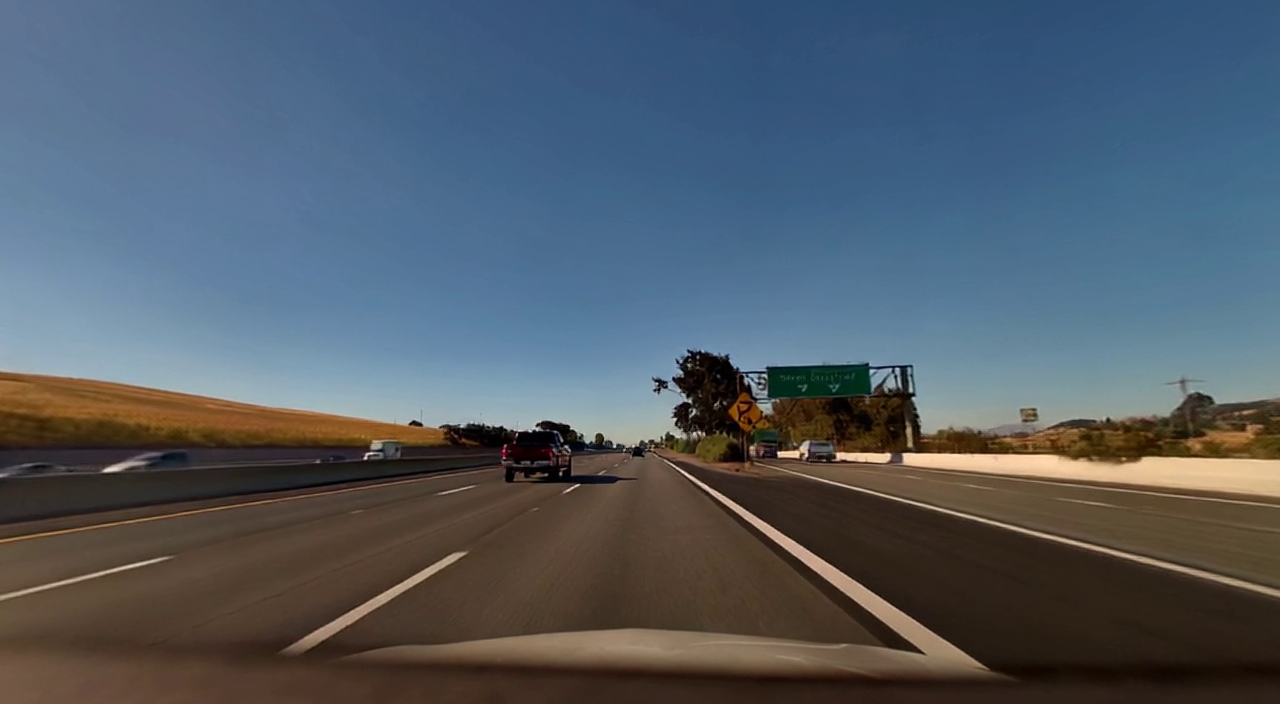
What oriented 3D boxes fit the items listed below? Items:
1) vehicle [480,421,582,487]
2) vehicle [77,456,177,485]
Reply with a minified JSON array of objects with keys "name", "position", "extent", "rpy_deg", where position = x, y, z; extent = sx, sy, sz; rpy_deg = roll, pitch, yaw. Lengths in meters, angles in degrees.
[{"name":"vehicle","position":[-3.764,3.692,23.160],"extent":[2.601,2.084,6.068],"rpy_deg":[0,-8,0]},{"name":"vehicle","position":[-28.724,6.619,35.497],"extent":[1.785,1.477,4.527],"rpy_deg":[0,-8,0]}]
